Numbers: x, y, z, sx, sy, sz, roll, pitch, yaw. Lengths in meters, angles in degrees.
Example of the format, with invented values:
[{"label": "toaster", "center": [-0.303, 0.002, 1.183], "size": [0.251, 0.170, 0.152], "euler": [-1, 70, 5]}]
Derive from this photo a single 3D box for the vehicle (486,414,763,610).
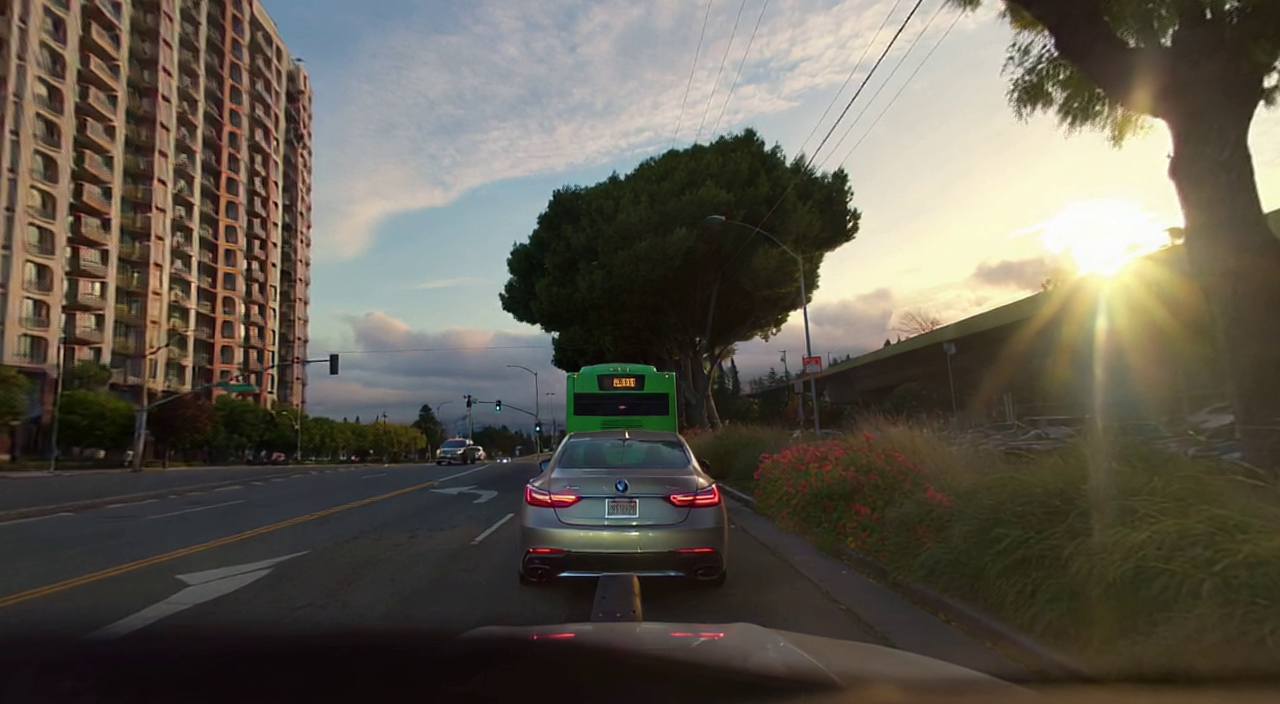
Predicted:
[{"label": "vehicle", "center": [-0.155, 1.461, 6.737], "size": [2.064, 1.452, 3.942], "euler": [0, -8, -1]}]
